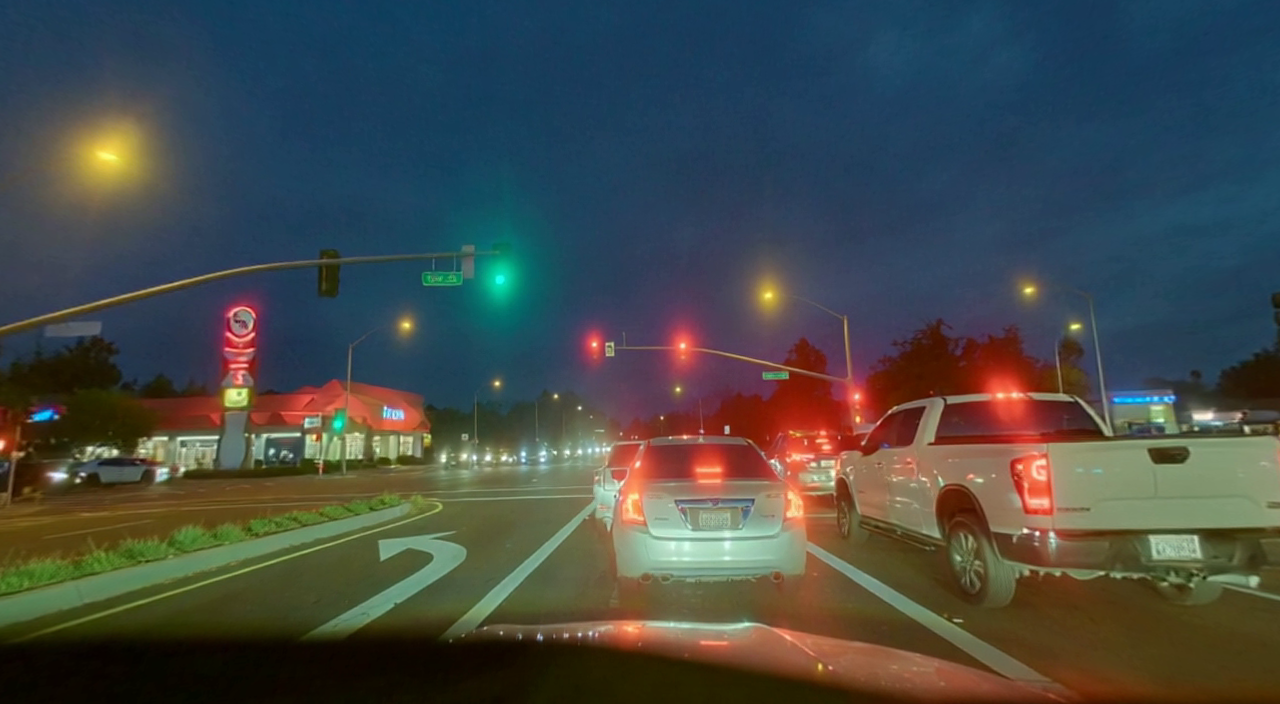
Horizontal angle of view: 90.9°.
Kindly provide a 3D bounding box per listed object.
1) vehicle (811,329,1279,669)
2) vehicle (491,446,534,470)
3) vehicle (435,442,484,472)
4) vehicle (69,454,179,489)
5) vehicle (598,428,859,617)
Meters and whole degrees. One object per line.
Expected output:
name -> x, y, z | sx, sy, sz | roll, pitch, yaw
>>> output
vehicle -> 3.795, 1.284, 6.678 | 2.358, 2.116, 5.328 | 0, -8, -1
vehicle -> -8.438, 7.052, 42.124 | 2.002, 1.469, 4.301 | 0, -8, -1
vehicle -> -11.881, 6.926, 41.875 | 1.991, 1.844, 4.393 | 0, -8, -1
vehicle -> -29.089, 6.712, 35.627 | 4.789, 1.828, 2.025 | -2, -9, 10
vehicle -> 0.615, 1.605, 6.859 | 2.038, 1.447, 3.756 | 0, -8, -2
